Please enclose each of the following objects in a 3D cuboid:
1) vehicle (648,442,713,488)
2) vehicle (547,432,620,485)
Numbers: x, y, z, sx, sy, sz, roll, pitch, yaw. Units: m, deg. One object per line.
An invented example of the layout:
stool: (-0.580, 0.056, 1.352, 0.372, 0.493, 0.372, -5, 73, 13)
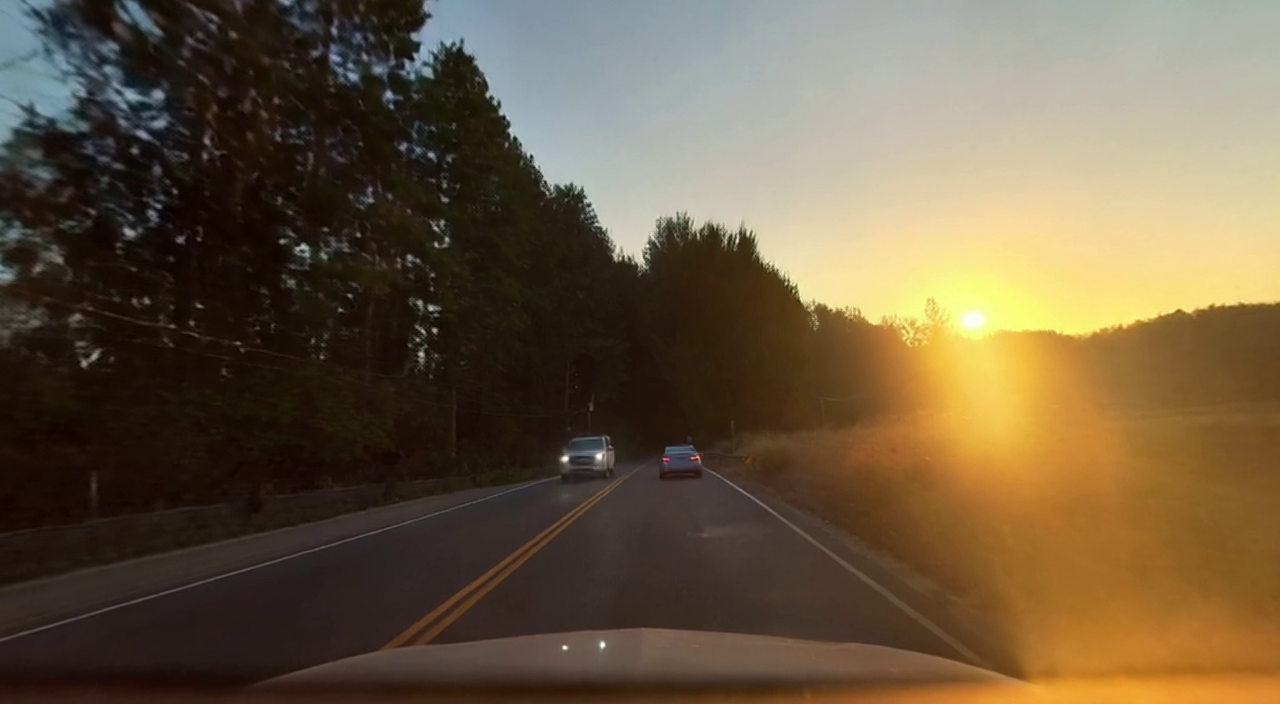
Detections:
vehicle: (1.507, 4.311, 24.406, 2.274, 1.583, 4.349, 0, -8, 3)
vehicle: (-2.188, 4.296, 25.749, 2.291, 1.975, 4.308, -1, -8, 4)
